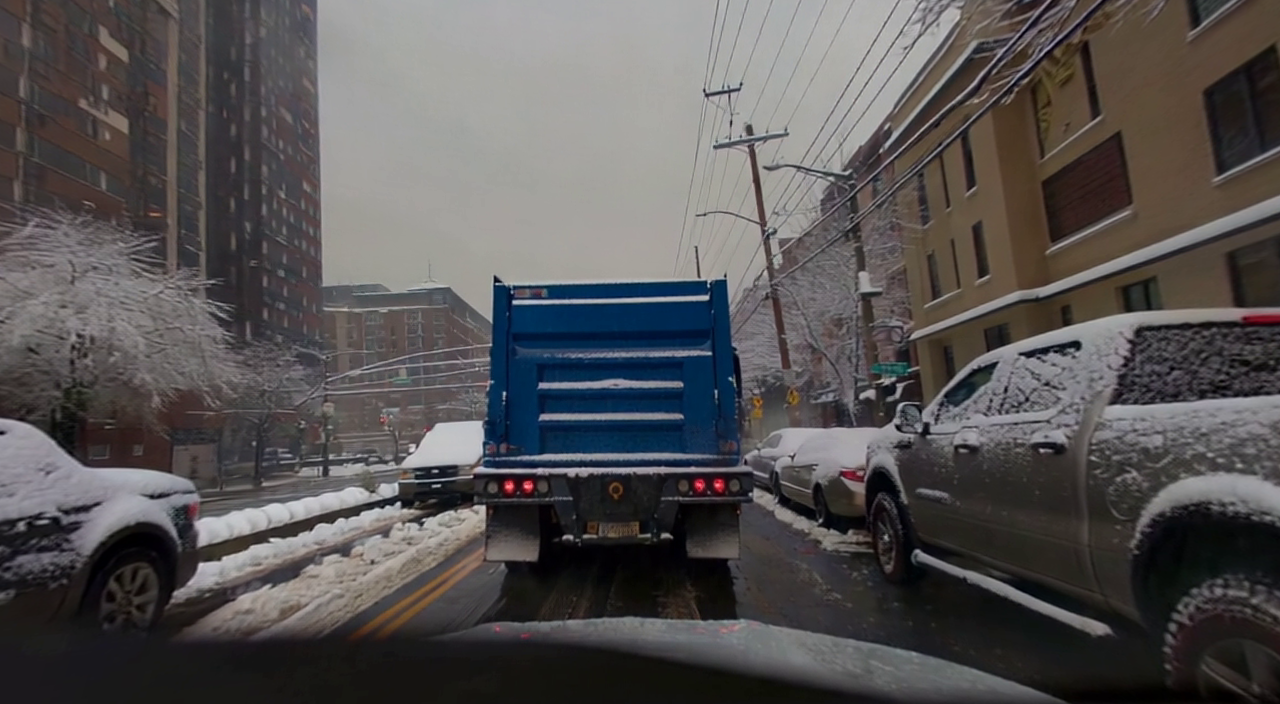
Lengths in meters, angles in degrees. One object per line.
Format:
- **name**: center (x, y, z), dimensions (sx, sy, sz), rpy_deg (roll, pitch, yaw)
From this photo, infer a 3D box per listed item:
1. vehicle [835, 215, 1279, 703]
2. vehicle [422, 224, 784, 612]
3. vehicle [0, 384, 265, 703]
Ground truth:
- **vehicle**: center (3.231, 0.837, 3.949), dimensions (2.242, 1.979, 5.722), rpy_deg (0, -8, 1)
- **vehicle**: center (-0.246, 1.088, 9.327), dimensions (2.878, 3.204, 8.244), rpy_deg (0, -8, 1)
- **vehicle**: center (-4.124, 0.969, 2.920), dimensions (1.988, 1.657, 4.492), rpy_deg (0, -8, 0)
